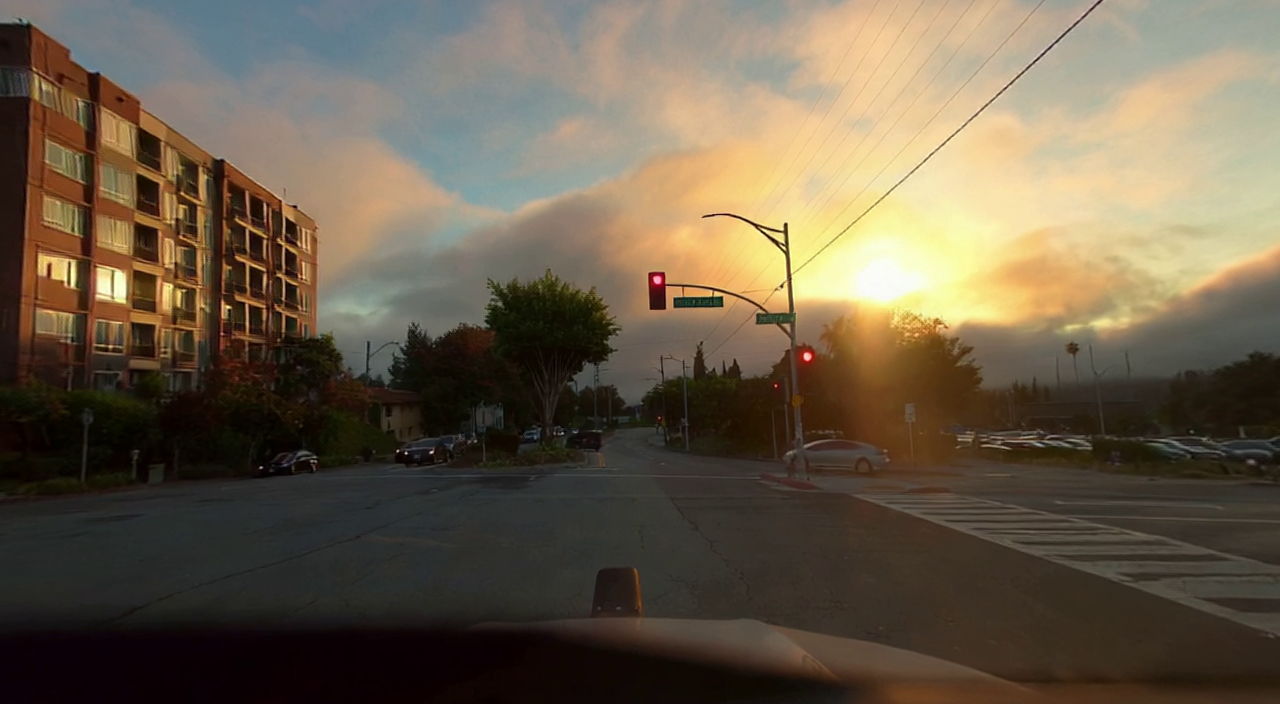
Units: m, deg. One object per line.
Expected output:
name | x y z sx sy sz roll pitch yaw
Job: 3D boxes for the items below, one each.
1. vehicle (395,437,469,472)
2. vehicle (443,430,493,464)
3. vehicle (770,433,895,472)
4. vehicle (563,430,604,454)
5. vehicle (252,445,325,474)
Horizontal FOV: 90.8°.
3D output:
vehicle | -9.681 4.800 29.785 2.116 1.521 4.294 0 -9 -2
vehicle | -9.769 5.452 36.191 1.910 1.818 4.057 0 -9 -3
vehicle | 8.430 4.445 27.980 4.790 1.571 2.073 -8 -12 43
vehicle | -4.249 6.742 47.118 1.993 1.664 4.424 3 -9 -19
vehicle | -21.089 6.458 38.124 1.981 1.628 4.336 0 -9 -1
